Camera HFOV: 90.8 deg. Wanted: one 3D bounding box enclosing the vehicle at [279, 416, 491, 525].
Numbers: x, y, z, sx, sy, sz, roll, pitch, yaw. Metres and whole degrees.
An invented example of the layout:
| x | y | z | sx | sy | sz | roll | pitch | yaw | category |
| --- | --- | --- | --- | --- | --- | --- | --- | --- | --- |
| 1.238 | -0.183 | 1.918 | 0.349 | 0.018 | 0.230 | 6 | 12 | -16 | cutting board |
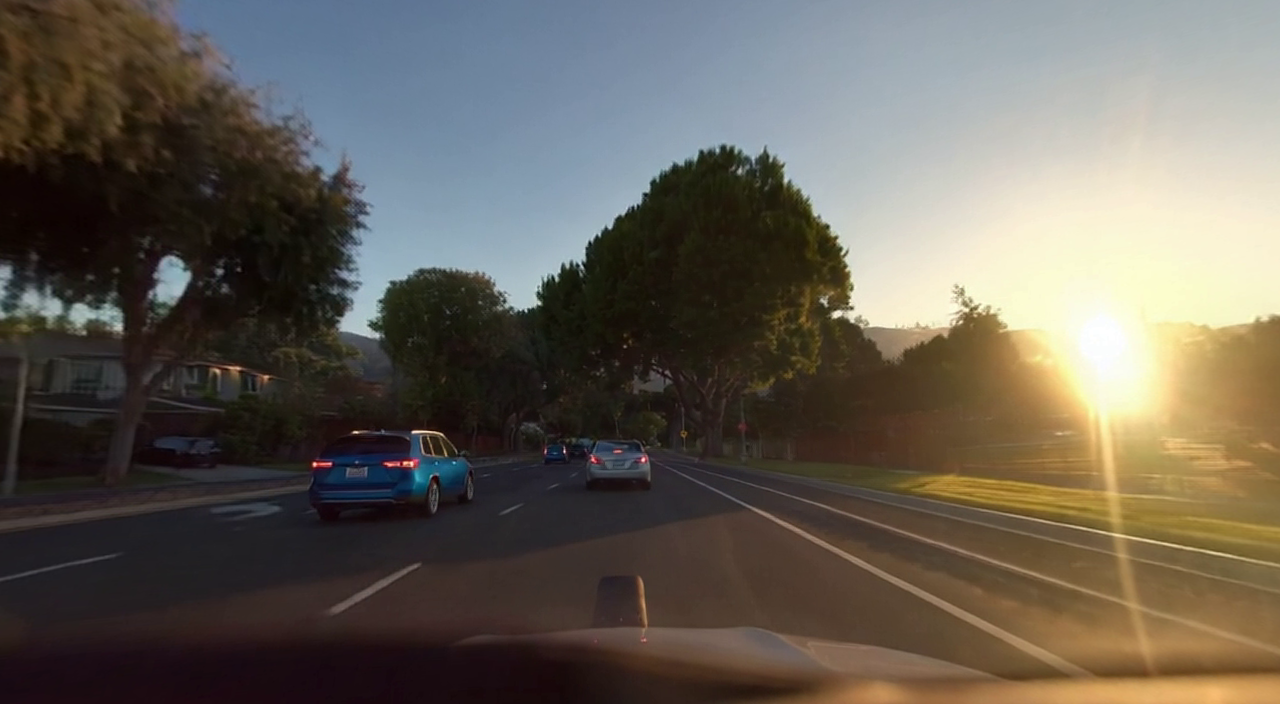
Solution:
| x | y | z | sx | sy | sz | roll | pitch | yaw | category |
| --- | --- | --- | --- | --- | --- | --- | --- | --- | --- |
| -4.598 | 2.223 | 12.393 | 2.243 | 1.722 | 4.621 | 0 | -8 | 0 | vehicle |

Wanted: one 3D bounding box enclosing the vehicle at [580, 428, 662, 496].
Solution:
| x | y | z | sx | sy | sz | roll | pitch | yaw | category |
| --- | --- | --- | --- | --- | --- | --- | --- | --- | --- |
| -0.522 | 3.178 | 18.616 | 2.131 | 1.761 | 4.242 | 0 | -8 | -1 | vehicle |

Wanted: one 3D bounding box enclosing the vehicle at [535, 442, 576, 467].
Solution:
| x | y | z | sx | sy | sz | roll | pitch | yaw | category |
| --- | --- | --- | --- | --- | --- | --- | --- | --- | --- |
| -5.327 | 6.510 | 40.301 | 2.014 | 1.493 | 4.658 | 0 | -8 | -1 | vehicle |

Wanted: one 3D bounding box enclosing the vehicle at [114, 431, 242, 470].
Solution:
| x | y | z | sx | sy | sz | roll | pitch | yaw | category |
| --- | --- | --- | --- | --- | --- | --- | --- | --- | --- |
| -25.689 | 5.504 | 35.301 | 5.216 | 2.058 | 2.299 | 0 | -8 | -1 | vehicle |
